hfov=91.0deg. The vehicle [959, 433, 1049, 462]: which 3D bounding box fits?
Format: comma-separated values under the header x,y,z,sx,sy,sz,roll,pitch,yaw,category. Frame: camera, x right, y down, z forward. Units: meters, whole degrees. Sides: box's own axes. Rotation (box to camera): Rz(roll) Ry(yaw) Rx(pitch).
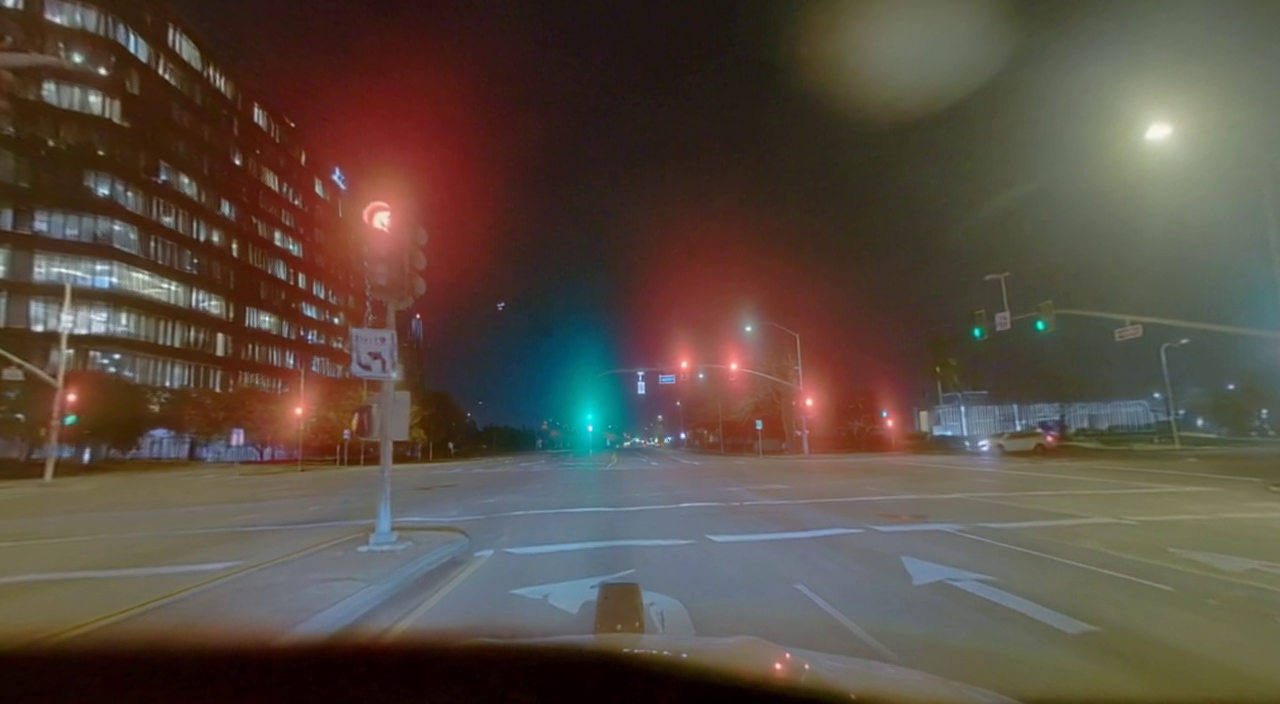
x,y,z,sx,sy,sz,roll,pitch,yaw,category
21.712,5.692,37.567,4.769,1.634,1.884,3,-9,-19,vehicle
